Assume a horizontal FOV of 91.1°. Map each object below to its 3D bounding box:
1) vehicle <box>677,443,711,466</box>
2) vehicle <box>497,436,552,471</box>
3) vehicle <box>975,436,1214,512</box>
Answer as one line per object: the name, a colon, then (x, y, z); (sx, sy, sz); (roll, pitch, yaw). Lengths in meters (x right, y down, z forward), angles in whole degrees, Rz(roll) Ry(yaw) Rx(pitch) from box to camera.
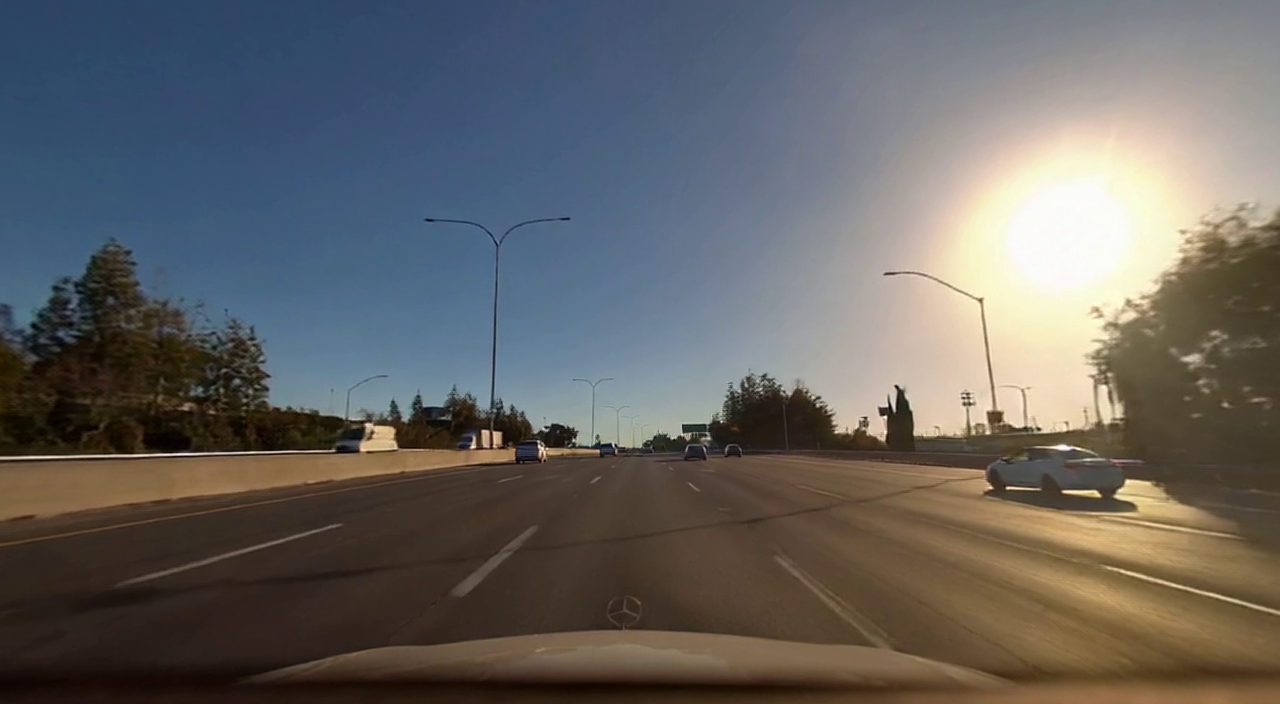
vehicle: (3.664, 7.024, 43.087); (1.950, 1.453, 3.378); (0, -9, -1)
vehicle: (-6.306, 5.609, 34.877); (2.091, 1.746, 4.437); (0, -9, 1)
vehicle: (10.218, 2.756, 14.769); (1.979, 1.467, 4.839); (0, -9, 0)
